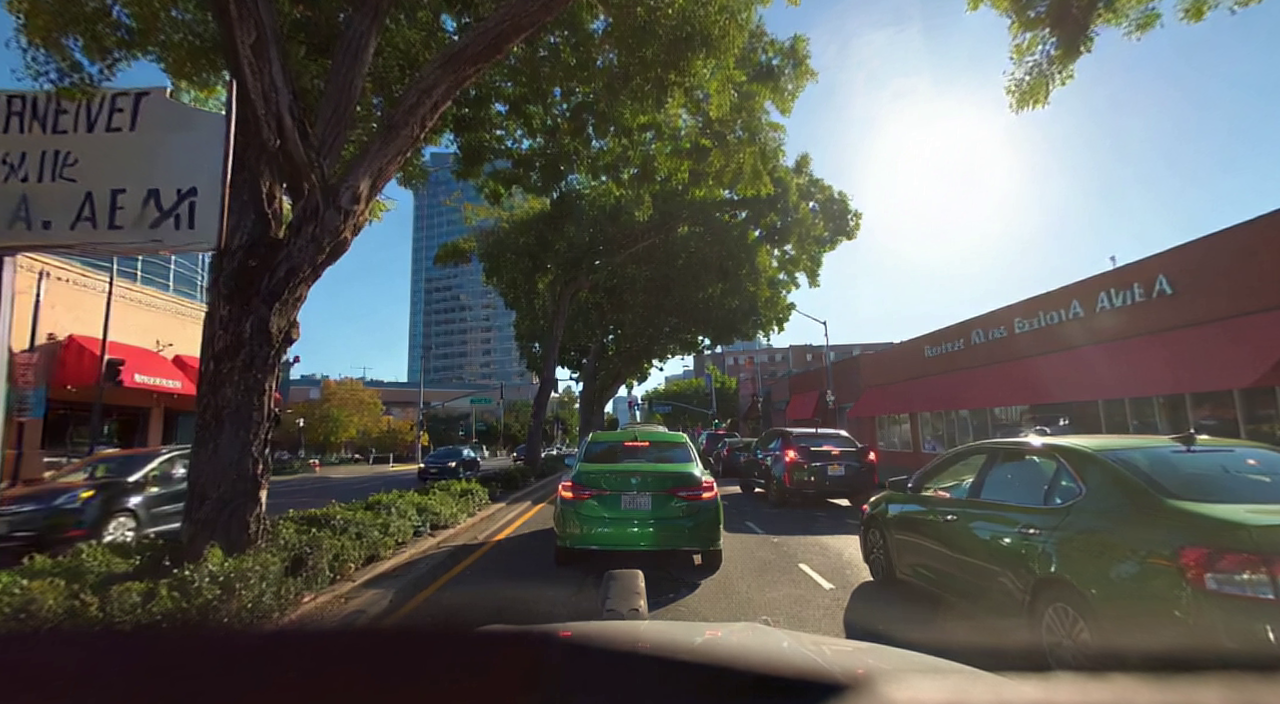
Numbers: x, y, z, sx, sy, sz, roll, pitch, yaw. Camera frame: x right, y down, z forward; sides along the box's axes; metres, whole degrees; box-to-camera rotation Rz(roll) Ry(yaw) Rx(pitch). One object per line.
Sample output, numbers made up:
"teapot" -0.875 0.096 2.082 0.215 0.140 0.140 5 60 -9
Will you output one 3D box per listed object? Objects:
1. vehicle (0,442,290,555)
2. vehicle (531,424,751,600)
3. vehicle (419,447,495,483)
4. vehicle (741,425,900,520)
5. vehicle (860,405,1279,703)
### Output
"vehicle" -7.967 2.267 10.504 1.953 1.477 4.050 0 -9 0
"vehicle" -0.016 1.645 7.277 1.887 1.487 3.535 0 -9 -1
"vehicle" -7.950 4.929 27.940 1.991 1.433 4.261 -1 -9 1
"vehicle" 3.552 2.469 13.403 2.025 1.660 4.263 0 -9 -1
"vehicle" 3.312 1.248 4.469 1.988 1.480 4.195 0 -9 0
